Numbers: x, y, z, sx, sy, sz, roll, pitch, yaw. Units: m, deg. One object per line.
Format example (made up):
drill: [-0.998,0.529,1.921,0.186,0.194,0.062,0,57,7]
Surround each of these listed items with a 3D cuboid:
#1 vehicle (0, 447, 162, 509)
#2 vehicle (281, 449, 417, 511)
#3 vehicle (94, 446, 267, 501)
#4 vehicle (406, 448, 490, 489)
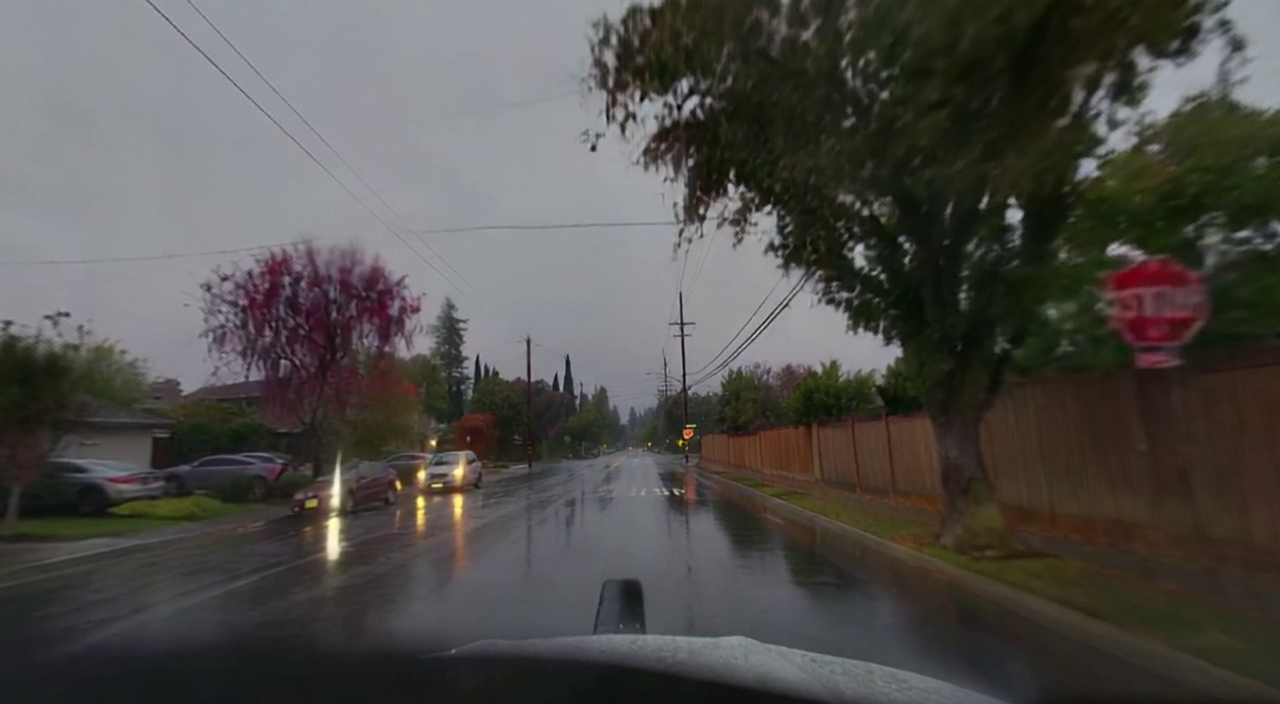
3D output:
vehicle: [-17.983,3.837,19.509,4.539,1.737,2.098,2,-9,-14]
vehicle: [-8.541,3.749,19.010,1.950,1.627,4.027,-1,-8,4]
vehicle: [-16.232,4.281,22.575,4.364,1.802,2.122,1,-8,-8]
vehicle: [-8.494,5.160,28.338,2.047,1.679,3.948,-1,-9,8]
